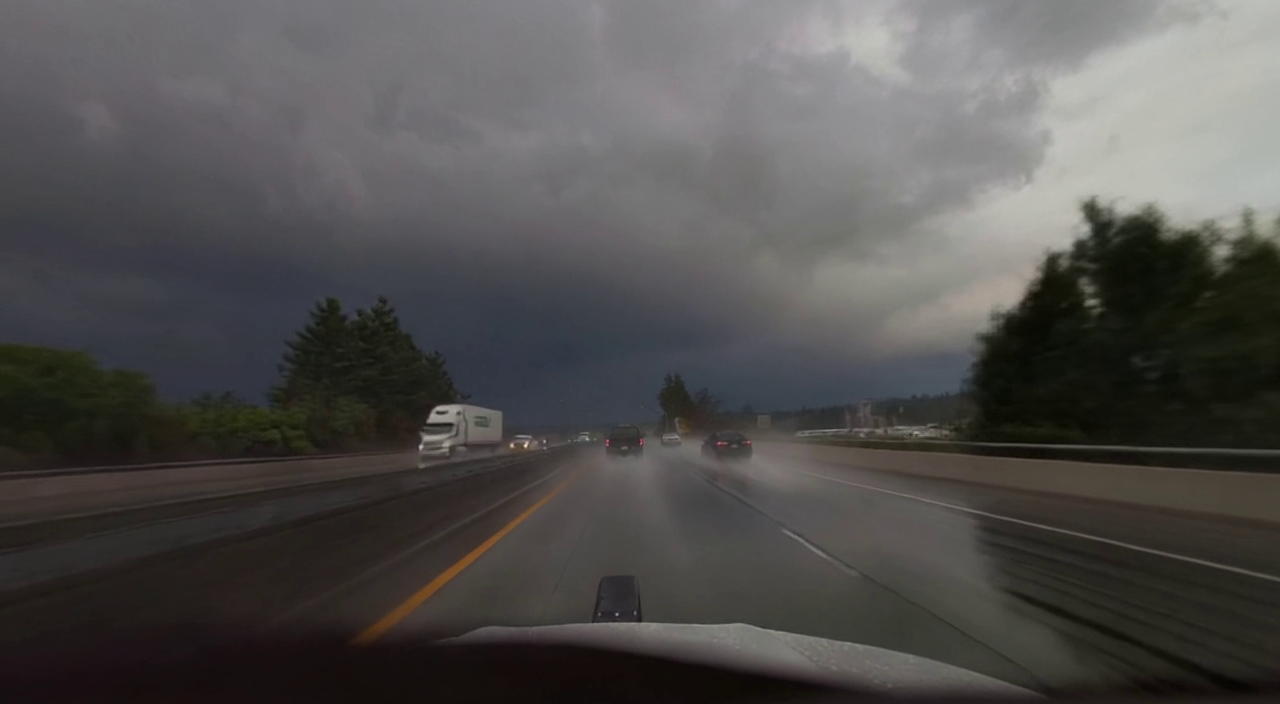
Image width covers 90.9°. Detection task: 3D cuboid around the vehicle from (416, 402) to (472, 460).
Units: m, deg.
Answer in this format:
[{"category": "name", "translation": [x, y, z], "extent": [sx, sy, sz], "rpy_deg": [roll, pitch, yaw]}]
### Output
[{"category": "vehicle", "translation": [-14.213, 5.770, 45.979], "extent": [2.990, 4.029, 3.259], "rpy_deg": [0, -8, -2]}]

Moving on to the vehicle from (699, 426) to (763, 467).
[{"category": "vehicle", "translation": [3.754, 3.967, 26.620], "extent": [1.981, 1.606, 3.956], "rpy_deg": [0, -8, -2]}]

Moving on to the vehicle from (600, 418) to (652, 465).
[{"category": "vehicle", "translation": [-0.692, 4.259, 30.027], "extent": [2.270, 2.044, 4.633], "rpy_deg": [0, -8, -2]}]
